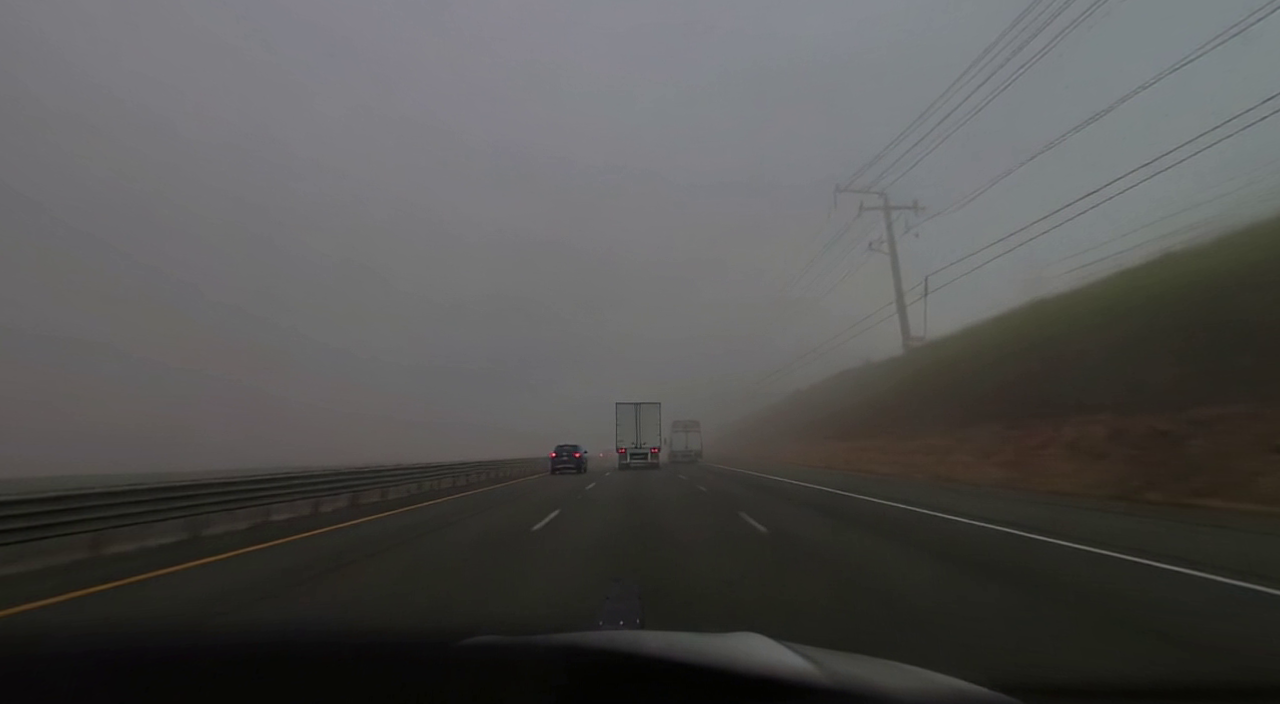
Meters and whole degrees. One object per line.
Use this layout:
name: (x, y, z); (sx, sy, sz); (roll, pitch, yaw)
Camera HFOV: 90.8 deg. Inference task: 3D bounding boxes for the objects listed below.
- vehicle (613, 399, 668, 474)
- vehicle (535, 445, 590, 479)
vehicle: (0.069, 5.427, 39.789); (2.985, 4.025, 10.982); (0, -9, 0)
vehicle: (-3.758, 5.432, 31.441); (2.128, 1.533, 4.694); (0, -9, 0)
